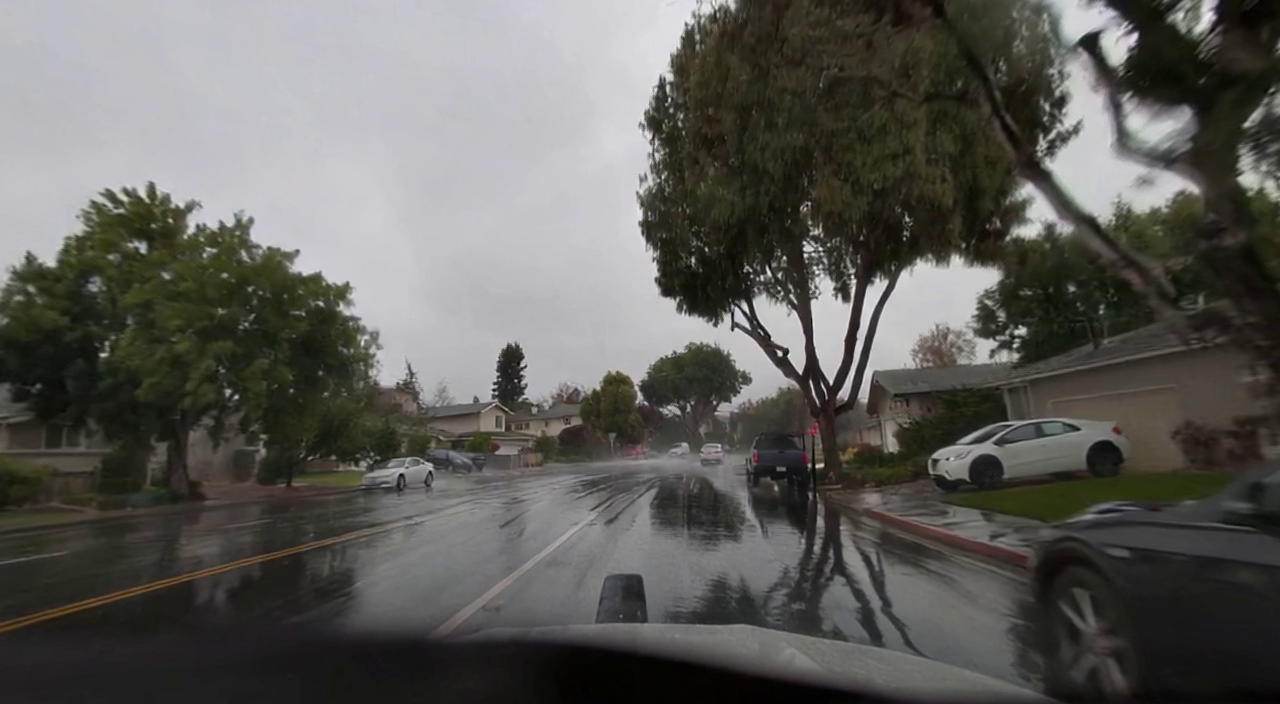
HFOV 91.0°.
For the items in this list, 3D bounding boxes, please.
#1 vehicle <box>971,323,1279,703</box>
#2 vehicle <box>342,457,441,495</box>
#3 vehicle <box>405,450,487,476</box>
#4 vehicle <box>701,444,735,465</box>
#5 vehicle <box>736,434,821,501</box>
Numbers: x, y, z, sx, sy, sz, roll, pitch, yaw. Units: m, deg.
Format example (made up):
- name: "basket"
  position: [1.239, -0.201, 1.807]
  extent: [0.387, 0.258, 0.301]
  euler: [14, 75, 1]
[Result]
- name: "vehicle"
  position: [3.227, 0.742, 1.590]
  extent: [2.213, 1.807, 5.099]
  euler: [0, -8, 3]
- name: "vehicle"
  position: [-11.596, 5.823, 29.880]
  extent: [2.118, 1.496, 5.030]
  euler: [-3, -9, 8]
- name: "vehicle"
  position: [-14.053, 8.040, 45.737]
  extent: [5.177, 1.779, 2.199]
  euler: [-1, -9, 5]
- name: "vehicle"
  position: [5.887, 7.641, 46.969]
  extent: [1.955, 1.459, 4.383]
  euler: [-2, -9, 14]
- name: "vehicle"
  position: [4.706, 3.952, 22.181]
  extent: [2.516, 2.019, 5.790]
  euler: [-1, -9, 9]
